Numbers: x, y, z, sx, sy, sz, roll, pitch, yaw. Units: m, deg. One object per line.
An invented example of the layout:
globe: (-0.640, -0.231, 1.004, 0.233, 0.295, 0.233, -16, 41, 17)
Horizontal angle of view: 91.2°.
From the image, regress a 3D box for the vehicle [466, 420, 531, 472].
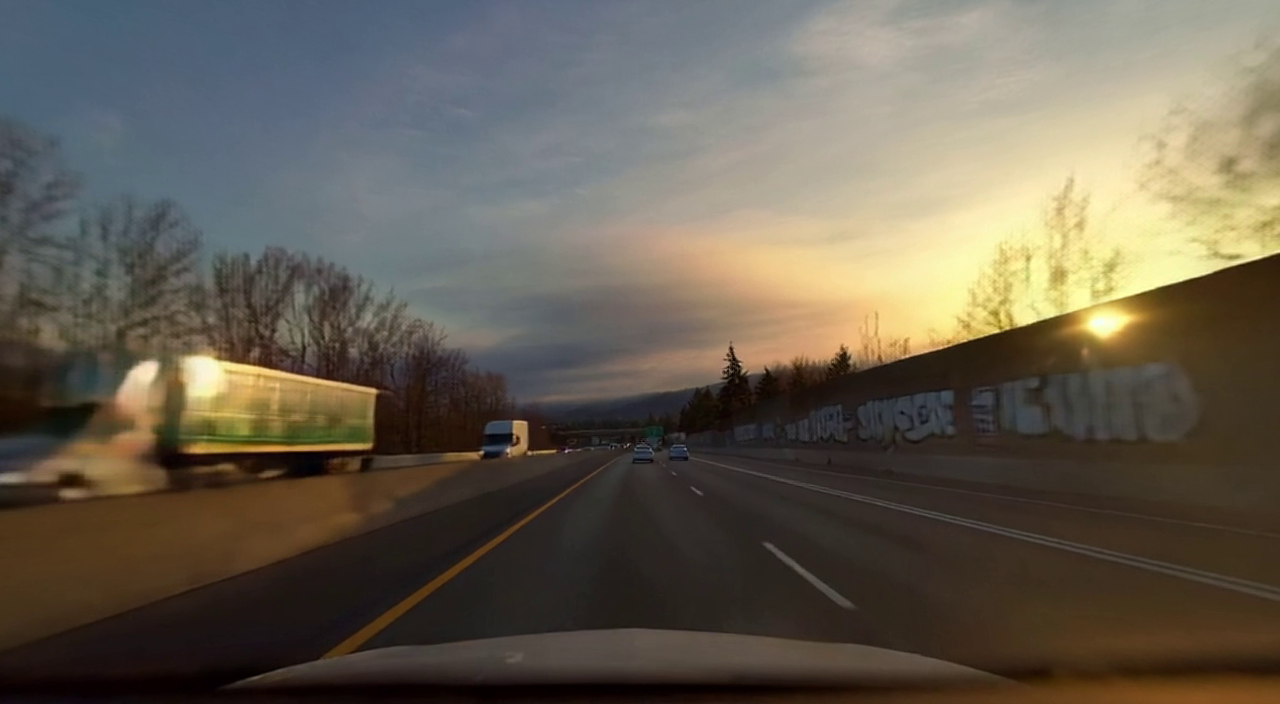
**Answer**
vehicle: (-9.001, 6.095, 40.605, 2.686, 3.050, 6.421, -1, -9, 1)

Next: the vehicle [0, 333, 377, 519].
vehicle: (-13.499, 2.686, 20.920, 3.286, 4.083, 14.078, -1, -9, 0)

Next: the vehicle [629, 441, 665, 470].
vehicle: (0.388, 6.301, 38.318, 2.095, 1.671, 4.219, 0, -9, -1)
